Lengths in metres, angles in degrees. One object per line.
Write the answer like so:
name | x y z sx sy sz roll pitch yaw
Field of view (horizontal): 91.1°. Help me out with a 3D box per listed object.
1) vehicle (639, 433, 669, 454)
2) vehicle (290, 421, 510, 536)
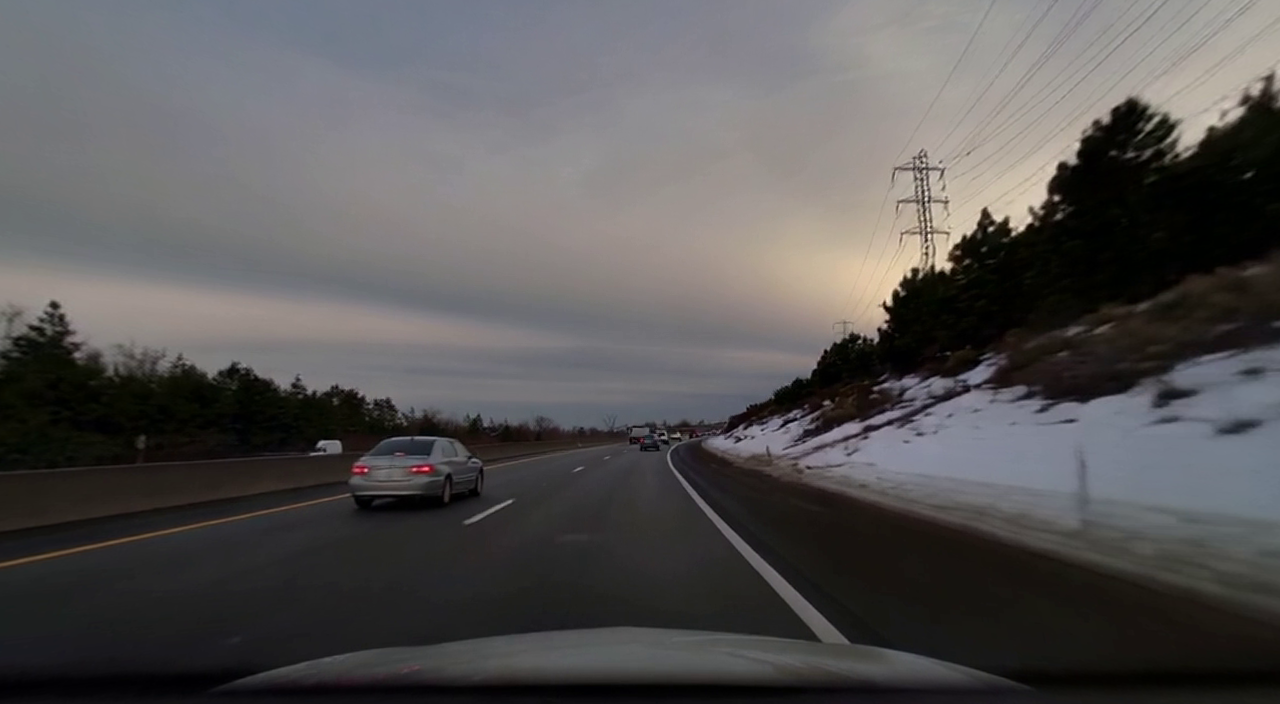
vehicle | 1.109 6.897 47.552 2.077 1.523 4.206 0 -8 3
vehicle | -3.663 1.983 10.610 2.030 1.522 4.250 0 -8 0
